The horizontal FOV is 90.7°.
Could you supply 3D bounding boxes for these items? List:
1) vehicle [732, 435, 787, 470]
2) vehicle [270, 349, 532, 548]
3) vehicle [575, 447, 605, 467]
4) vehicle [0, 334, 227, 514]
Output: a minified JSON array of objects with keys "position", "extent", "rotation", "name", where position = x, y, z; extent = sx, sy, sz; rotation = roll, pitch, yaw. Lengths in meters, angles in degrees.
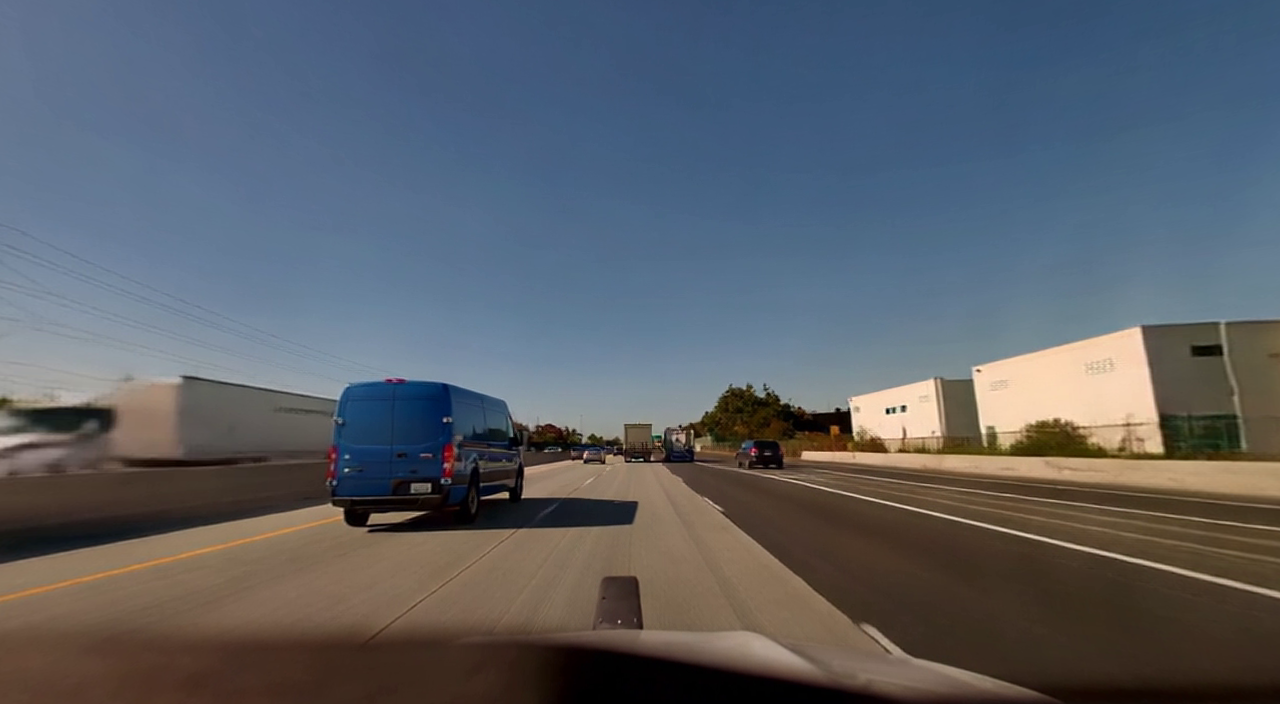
[{"position":[7.091,6.045,38.229],"extent":[2.216,1.918,5.742],"rotation":[0,-9,0],"name":"vehicle"},{"position":[-4.017,1.868,12.548],"extent":[2.557,2.855,6.674],"rotation":[0,-9,0],"name":"vehicle"},{"position":[-3.826,8.129,49.336],"extent":[2.024,1.472,4.014],"rotation":[0,-9,0],"name":"vehicle"},{"position":[-15.869,2.170,17.982],"extent":[3.008,4.054,7.573],"rotation":[0,-9,0],"name":"vehicle"}]
